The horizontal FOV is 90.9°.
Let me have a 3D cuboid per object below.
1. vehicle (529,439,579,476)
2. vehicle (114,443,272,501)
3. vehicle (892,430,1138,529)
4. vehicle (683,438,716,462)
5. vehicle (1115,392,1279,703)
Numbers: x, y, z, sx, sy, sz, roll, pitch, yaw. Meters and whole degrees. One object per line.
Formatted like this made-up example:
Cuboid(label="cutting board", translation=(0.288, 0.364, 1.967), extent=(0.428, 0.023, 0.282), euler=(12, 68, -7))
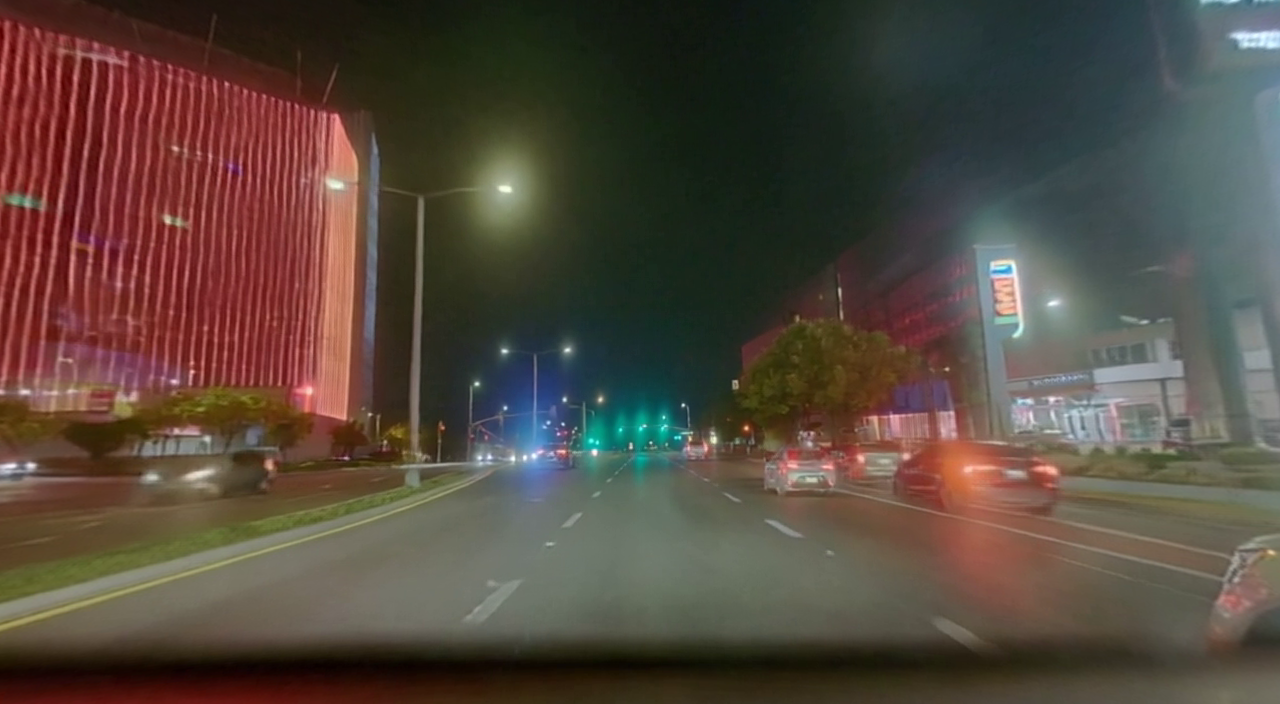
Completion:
Cuboid(label="vehicle", translation=(-3.813, 4.706, 28.488), extent=(1.917, 1.511, 4.436), euler=(0, -8, -4))
Cuboid(label="vehicle", translation=(-14.558, 3.872, 20.918), extent=(1.905, 1.687, 4.436), euler=(0, -8, 1))
Cuboid(label="vehicle", translation=(7.111, 2.431, 12.688), extent=(1.918, 1.598, 4.536), euler=(0, -8, -4))
Cuboid(label="vehicle", translation=(4.495, 7.479, 48.146), extent=(2.007, 1.683, 4.171), euler=(0, -8, -1))
Cuboid(label="vehicle", translation=(3.450, 0.688, 0.930), extent=(1.981, 1.499, 4.536), euler=(0, -8, 1))
